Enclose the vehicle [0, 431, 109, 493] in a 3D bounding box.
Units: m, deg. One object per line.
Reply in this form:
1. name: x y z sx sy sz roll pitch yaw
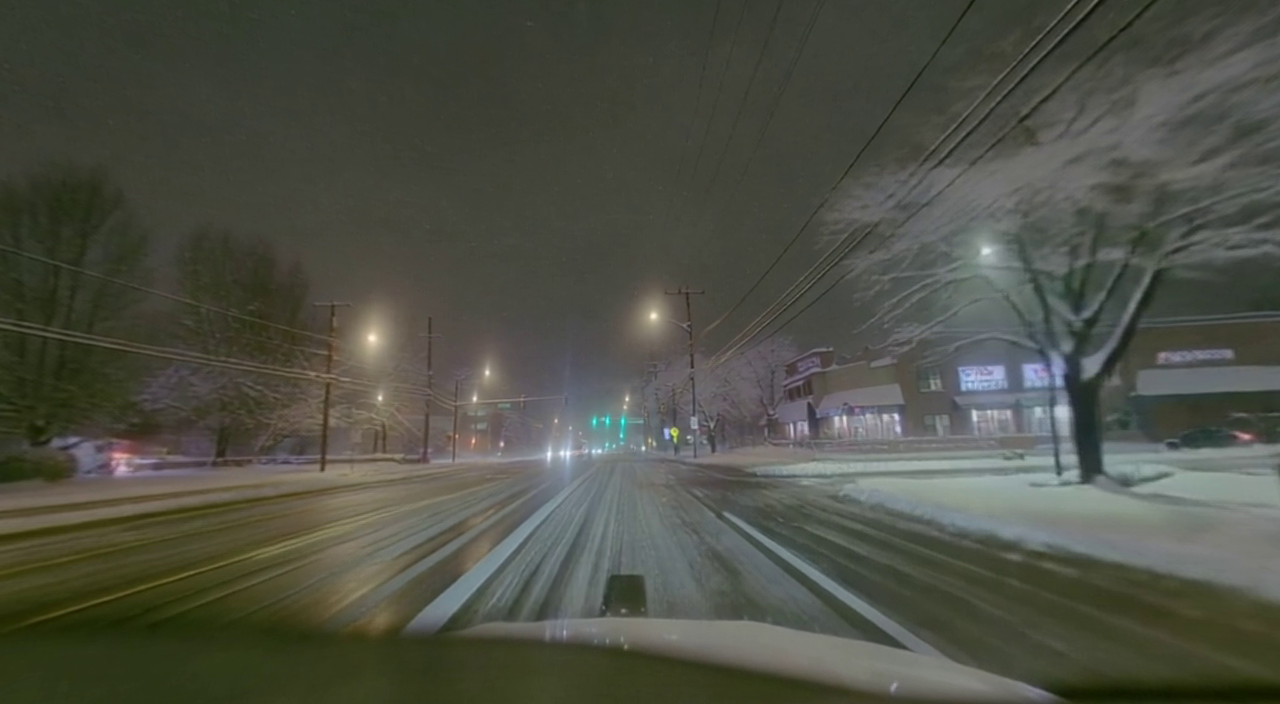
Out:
1. vehicle: -40.447 6.950 40.072 9.636 3.788 2.949 2 -9 -10
